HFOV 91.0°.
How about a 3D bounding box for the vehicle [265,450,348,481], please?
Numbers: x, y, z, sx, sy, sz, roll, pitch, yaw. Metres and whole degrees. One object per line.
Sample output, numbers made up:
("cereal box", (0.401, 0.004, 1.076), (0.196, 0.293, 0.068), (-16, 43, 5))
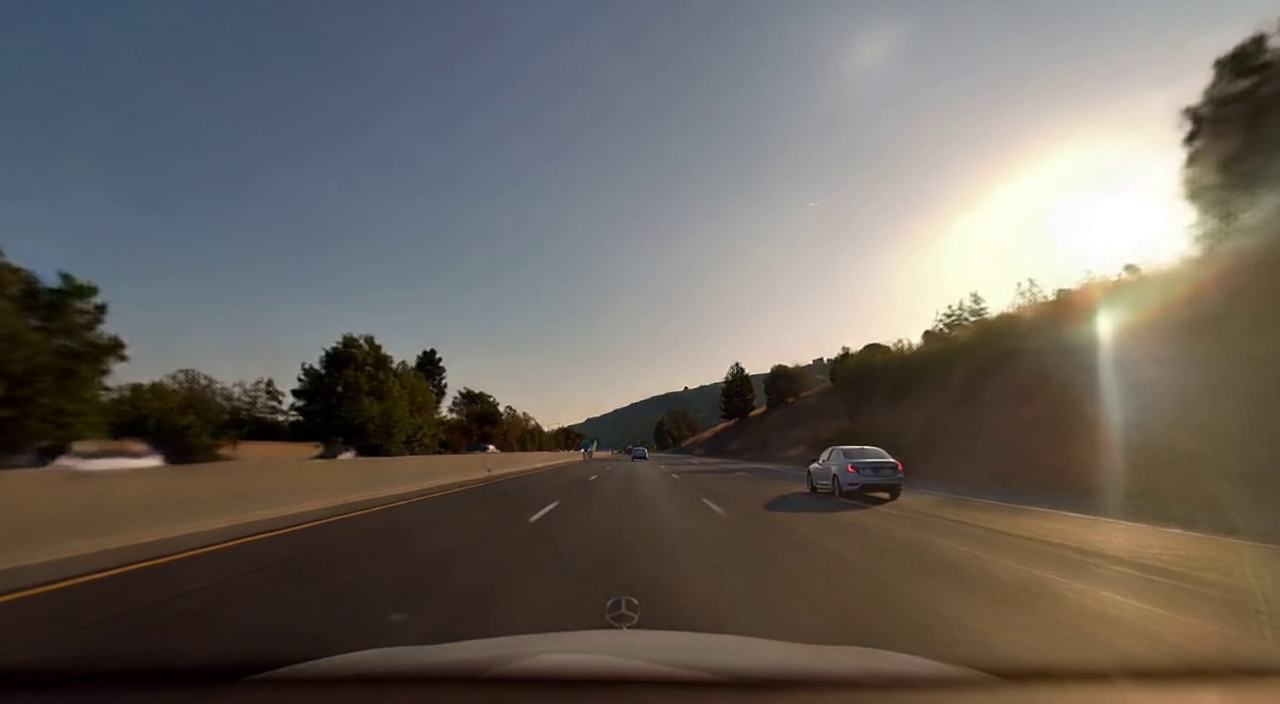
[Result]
("vehicle", (-18.104, 6.168, 34.473), (1.926, 1.505, 4.737), (0, -9, 1))

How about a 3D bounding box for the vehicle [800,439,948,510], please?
("vehicle", (5.599, 2.971, 15.745), (1.976, 1.495, 4.217), (0, -9, -1))

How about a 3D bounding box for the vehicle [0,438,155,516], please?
("vehicle", (-14.503, 2.919, 15.119), (2.014, 1.633, 4.543), (0, -9, 0))
